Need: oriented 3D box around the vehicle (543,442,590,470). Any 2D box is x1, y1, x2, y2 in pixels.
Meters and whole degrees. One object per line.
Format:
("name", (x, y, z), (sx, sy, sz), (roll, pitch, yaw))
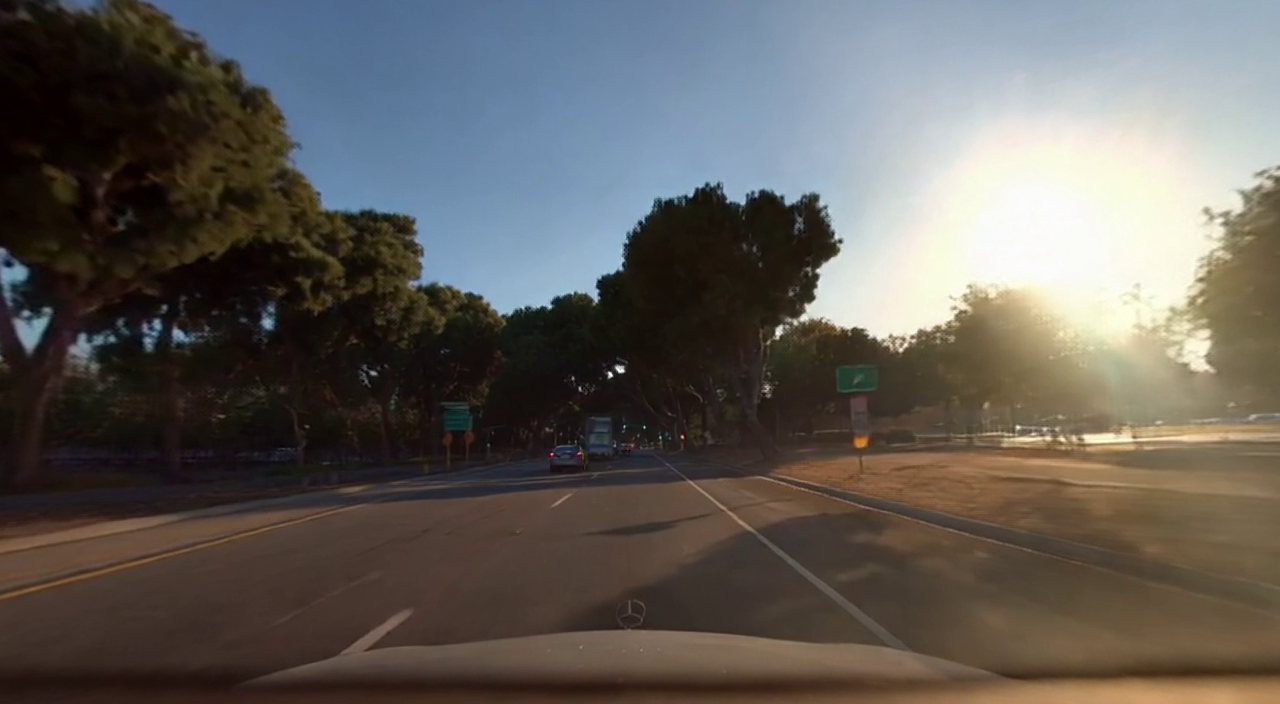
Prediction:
("vehicle", (-3.959, 5.696, 34.757), (2.005, 1.462, 4.345), (0, -8, 1))
